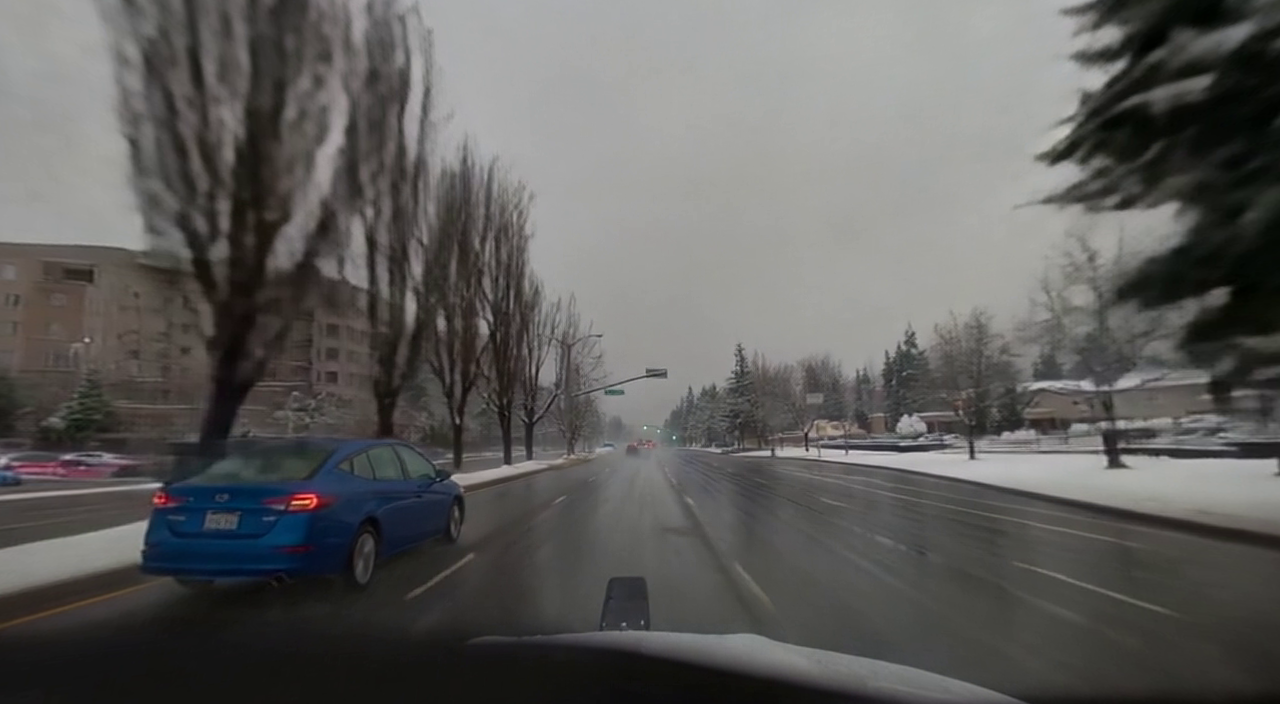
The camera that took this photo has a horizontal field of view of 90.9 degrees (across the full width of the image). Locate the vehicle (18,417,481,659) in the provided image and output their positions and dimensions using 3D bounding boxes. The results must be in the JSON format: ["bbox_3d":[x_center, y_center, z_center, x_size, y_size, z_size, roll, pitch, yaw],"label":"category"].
[{"bbox_3d":[-3.344,1.627,6.723,2.009,1.489,4.543,-6,-8,0],"label":"vehicle"}]
